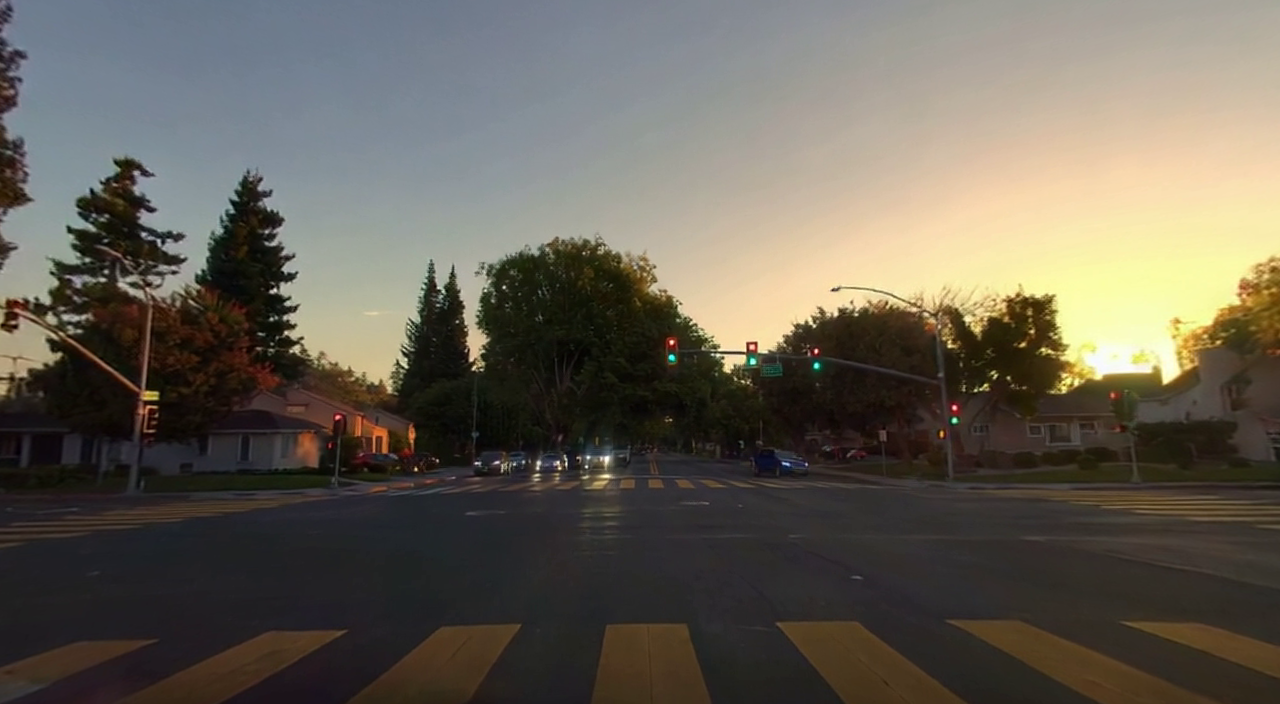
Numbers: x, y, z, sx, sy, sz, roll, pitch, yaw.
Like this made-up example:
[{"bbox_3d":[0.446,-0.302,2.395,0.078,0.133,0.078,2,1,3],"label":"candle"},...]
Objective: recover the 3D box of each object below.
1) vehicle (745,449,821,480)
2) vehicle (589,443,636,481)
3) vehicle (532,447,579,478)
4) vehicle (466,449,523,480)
[{"bbox_3d":[7.399,5.731,32.492,2.046,1.491,4.118,-8,-12,41],"label":"vehicle"},{"bbox_3d":[-1.509,5.924,34.424,2.355,1.868,5.125,0,-9,-2],"label":"vehicle"},{"bbox_3d":[-4.861,6.427,37.103,2.091,1.707,4.157,0,-9,1],"label":"vehicle"},{"bbox_3d":[-8.280,6.440,36.468,2.028,1.654,5.027,0,-9,1],"label":"vehicle"}]
